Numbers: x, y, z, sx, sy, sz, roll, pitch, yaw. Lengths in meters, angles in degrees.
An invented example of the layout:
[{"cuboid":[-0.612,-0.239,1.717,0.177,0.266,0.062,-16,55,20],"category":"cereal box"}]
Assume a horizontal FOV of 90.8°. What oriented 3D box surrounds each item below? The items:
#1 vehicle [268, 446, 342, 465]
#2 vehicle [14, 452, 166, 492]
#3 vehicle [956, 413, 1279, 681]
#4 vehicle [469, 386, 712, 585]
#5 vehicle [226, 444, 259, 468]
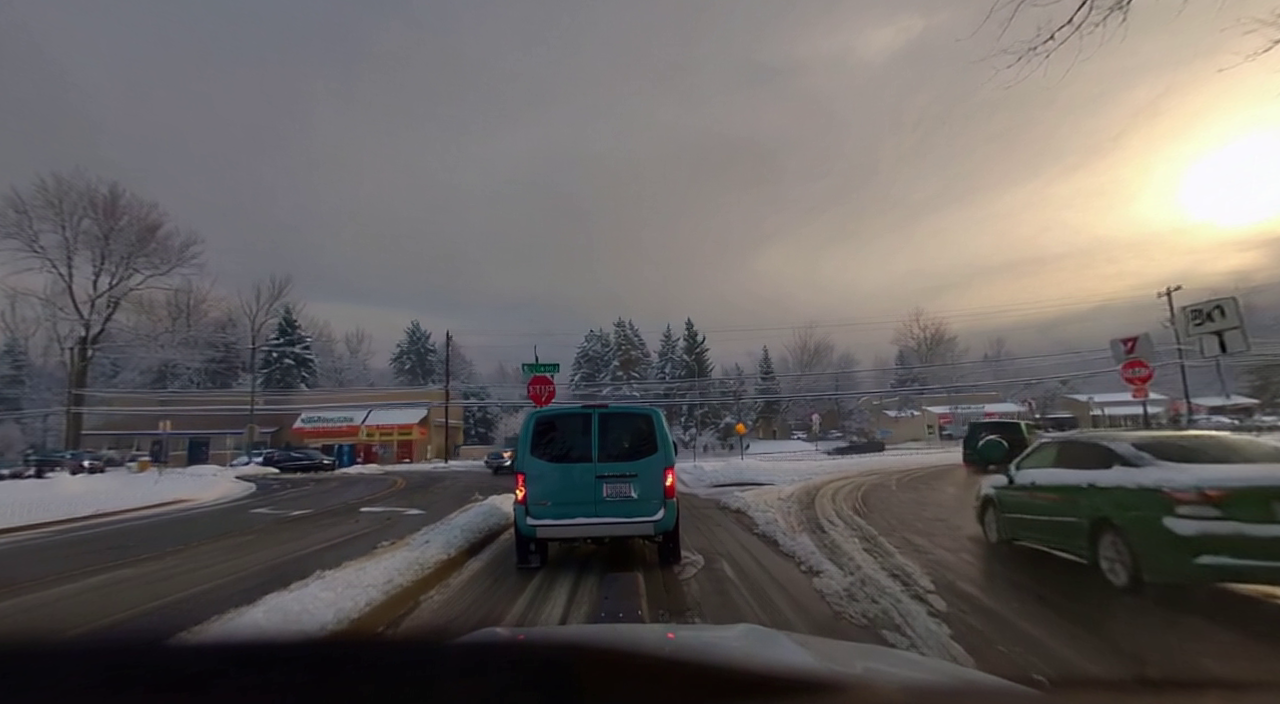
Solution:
[{"cuboid":[-26.303,8.119,49.705,4.670,1.472,1.851,1,-9,-8],"category":"vehicle"},{"cuboid":[-21.508,4.660,24.988,2.038,1.392,4.362,0,-9,1],"category":"vehicle"},{"cuboid":[4.916,1.432,5.734,2.079,1.504,4.828,-1,-9,7],"category":"vehicle"},{"cuboid":[-0.387,1.579,8.193,2.237,1.828,4.546,0,-9,2],"category":"vehicle"},{"cuboid":[-30.040,7.847,47.798,1.913,1.682,4.120,5,-10,-31],"category":"vehicle"}]
